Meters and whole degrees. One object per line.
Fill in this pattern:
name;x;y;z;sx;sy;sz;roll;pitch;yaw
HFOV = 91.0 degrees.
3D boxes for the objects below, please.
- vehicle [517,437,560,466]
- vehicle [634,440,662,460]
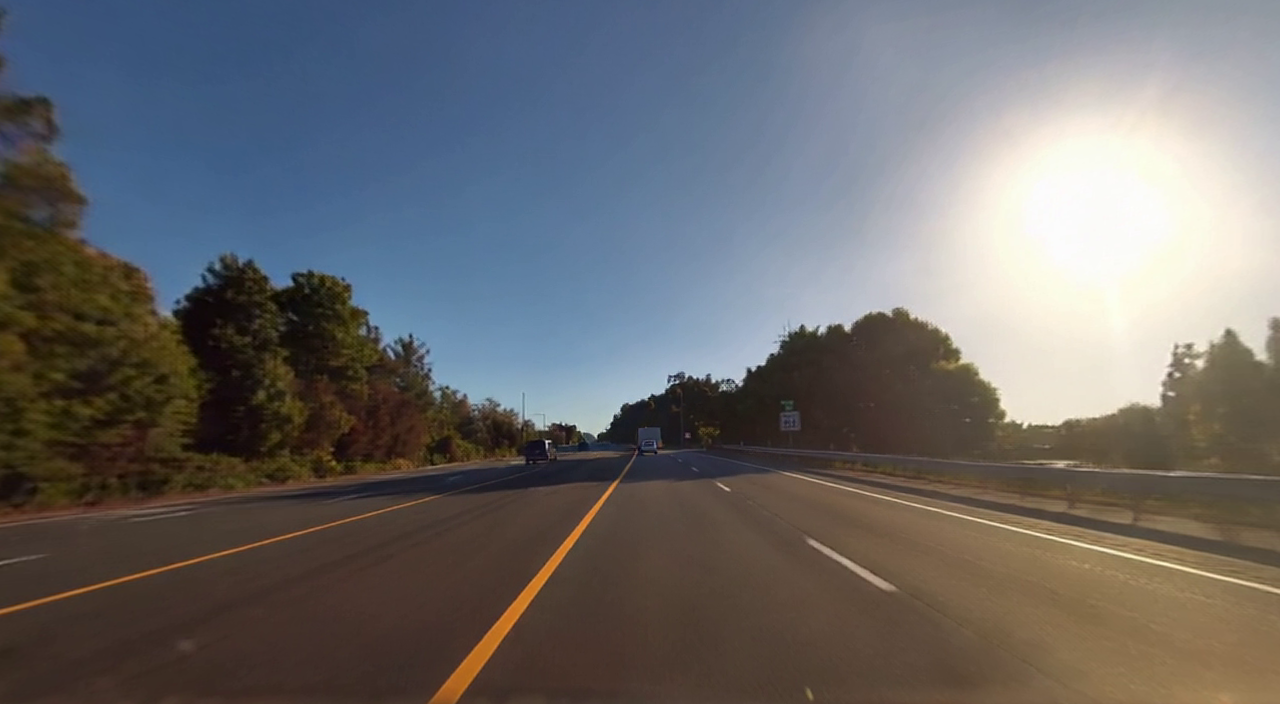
vehicle;-6.925;6.836;43.338;2.068;1.897;4.372;0;-8;2
vehicle;0.578;7.458;48.068;2.061;1.469;3.782;0;-8;1
